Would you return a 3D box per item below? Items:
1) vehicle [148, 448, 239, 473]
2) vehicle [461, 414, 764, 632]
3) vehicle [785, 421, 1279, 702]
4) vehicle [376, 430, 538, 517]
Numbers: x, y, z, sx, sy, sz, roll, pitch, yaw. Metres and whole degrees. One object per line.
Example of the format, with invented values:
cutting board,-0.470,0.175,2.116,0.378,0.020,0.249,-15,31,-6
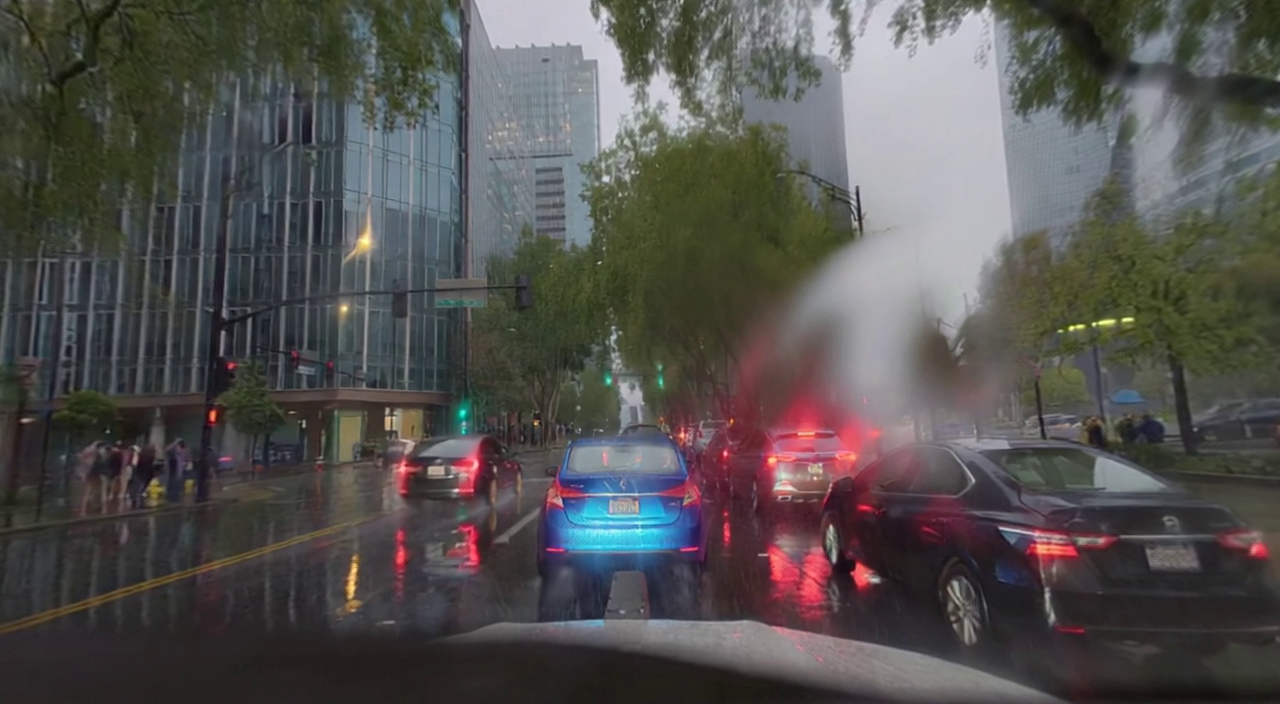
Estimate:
vehicle,-27.295,6.609,38.422,4.140,1.486,1.799,0,-8,0
vehicle,-0.265,1.472,6.414,2.072,1.476,4.078,0,-8,-2
vehicle,2.757,1.412,5.455,1.952,1.464,4.165,0,-8,-1
vehicle,-3.570,2.470,13.315,1.971,1.496,4.648,0,-8,1
